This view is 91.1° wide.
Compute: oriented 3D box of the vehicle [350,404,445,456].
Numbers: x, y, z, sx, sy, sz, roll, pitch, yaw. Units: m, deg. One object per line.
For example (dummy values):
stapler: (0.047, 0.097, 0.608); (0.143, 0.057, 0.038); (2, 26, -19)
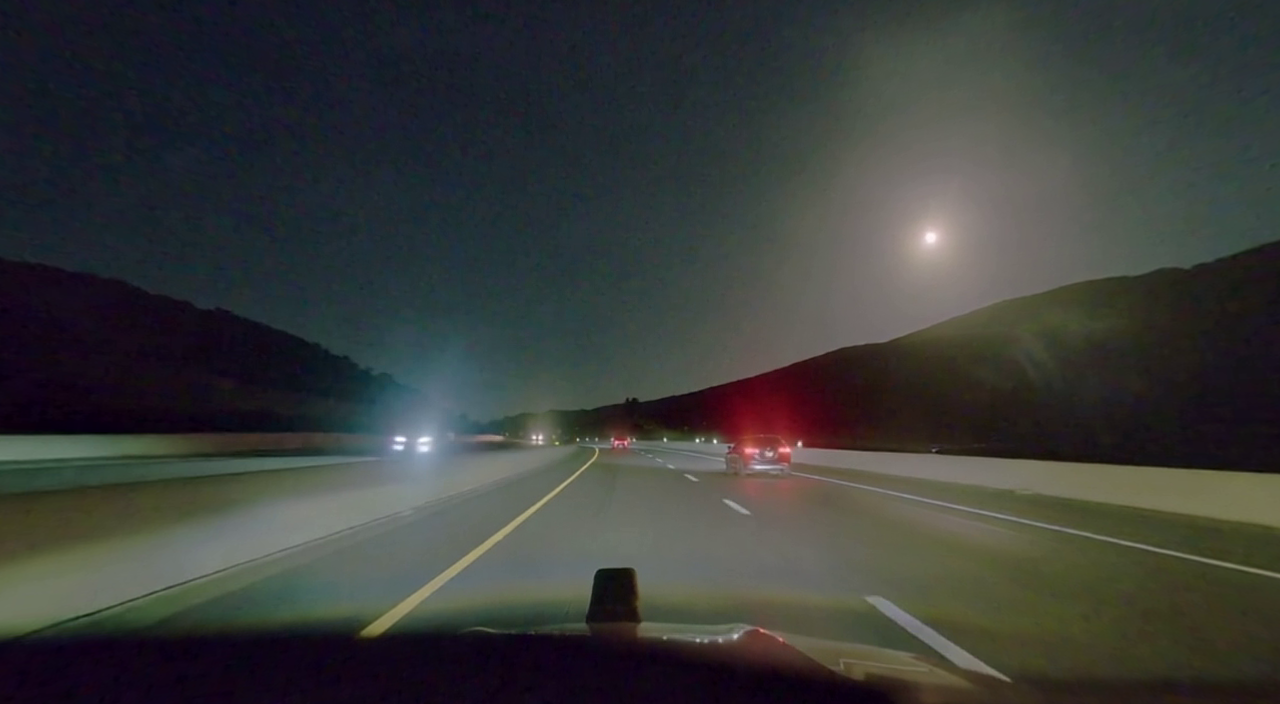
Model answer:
vehicle: (-9.442, 3.115, 24.945); (2.004, 1.828, 4.709); (1, -8, -2)

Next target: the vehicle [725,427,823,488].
vehicle: (3.598, 2.882, 17.562); (1.852, 1.513, 3.652); (1, -8, -2)

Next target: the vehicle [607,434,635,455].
vehicle: (-1.464, 6.954, 47.364); (1.998, 1.512, 3.735); (1, -8, -3)
